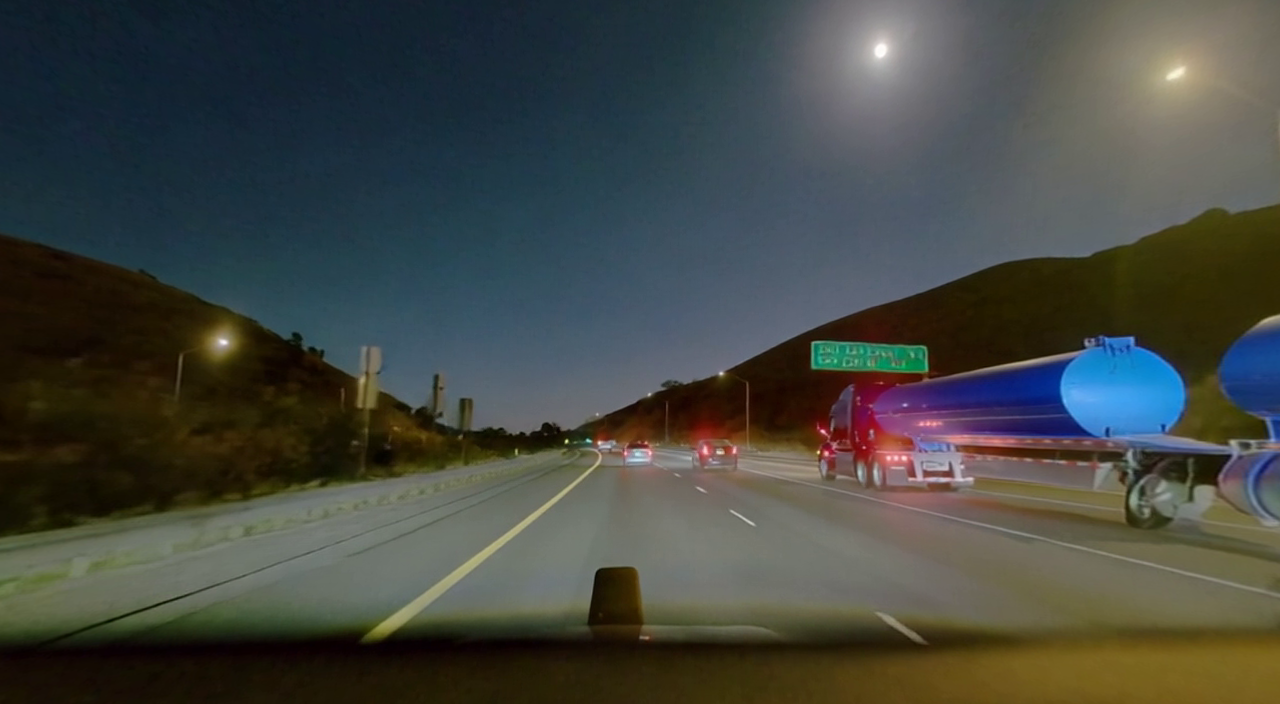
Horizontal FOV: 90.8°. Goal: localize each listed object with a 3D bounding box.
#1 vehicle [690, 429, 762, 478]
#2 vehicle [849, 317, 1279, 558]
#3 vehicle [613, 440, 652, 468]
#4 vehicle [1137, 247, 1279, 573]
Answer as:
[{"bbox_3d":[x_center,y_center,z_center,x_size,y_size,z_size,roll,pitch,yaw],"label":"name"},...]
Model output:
[{"bbox_3d":[3.380,4.119,25.874,2.098,1.794,4.561,0,-9,-2],"label":"vehicle"},{"bbox_3d":[7.407,1.739,12.639,2.880,2.975,9.608,0,-9,-2],"label":"vehicle"},{"bbox_3d":[-0.462,5.685,35.323,2.083,1.477,3.965,0,-9,-2],"label":"vehicle"},{"bbox_3d":[7.756,0.069,2.930,2.805,3.212,9.978,0,-9,0],"label":"vehicle"}]
